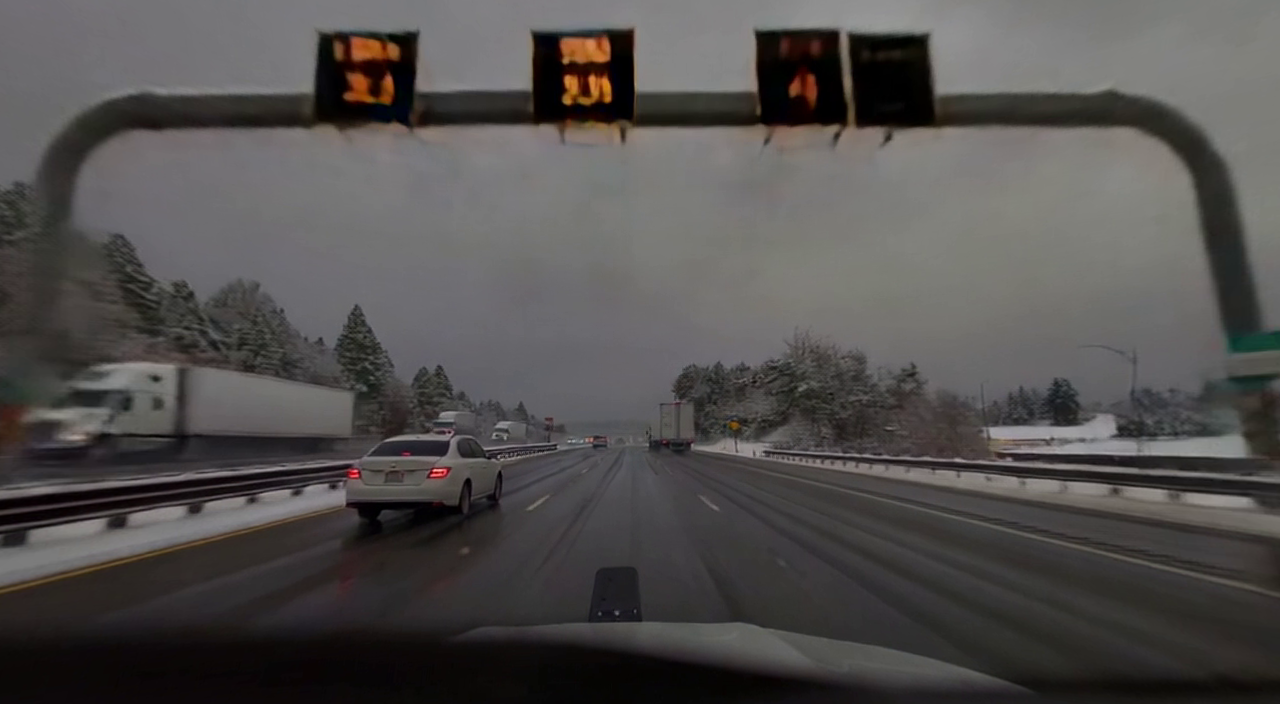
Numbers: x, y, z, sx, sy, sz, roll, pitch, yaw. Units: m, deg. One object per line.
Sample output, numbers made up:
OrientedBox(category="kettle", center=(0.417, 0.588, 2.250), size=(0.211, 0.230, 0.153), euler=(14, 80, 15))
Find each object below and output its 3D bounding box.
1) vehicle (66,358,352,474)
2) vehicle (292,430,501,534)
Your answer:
OrientedBox(category="vehicle", center=(-20.296, 3.581, 32.660), size=(2.959, 4.394, 17.543), euler=(0, -8, -1))
OrientedBox(category="vehicle", center=(-3.914, 2.129, 11.098), size=(1.971, 1.444, 4.401), euler=(0, -8, -1))
